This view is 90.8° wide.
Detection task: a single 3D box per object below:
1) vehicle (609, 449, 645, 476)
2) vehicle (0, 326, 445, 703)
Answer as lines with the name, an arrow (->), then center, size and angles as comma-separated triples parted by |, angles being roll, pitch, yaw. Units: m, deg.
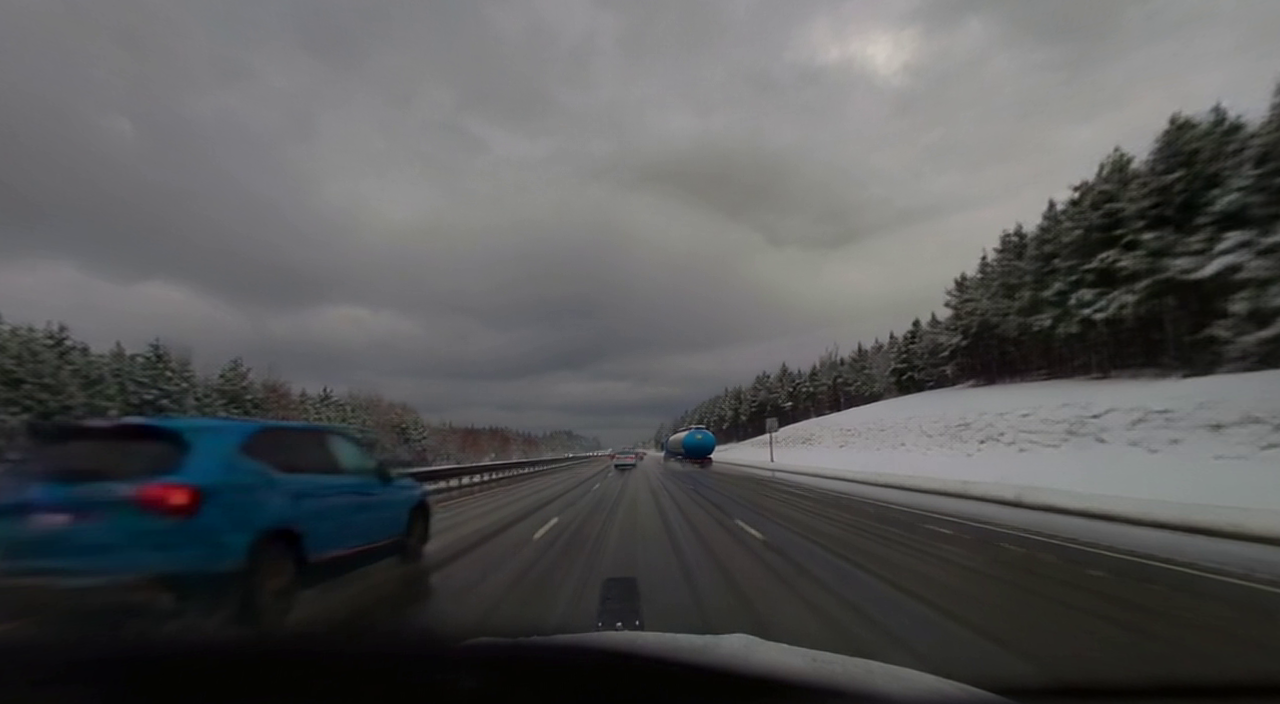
vehicle -> -0.713, 6.463, 37.129 | 2.013, 1.498, 3.908 | -1, -9, 1
vehicle -> -3.286, 1.161, 4.516 | 2.258, 1.805, 4.665 | 0, -9, 0
